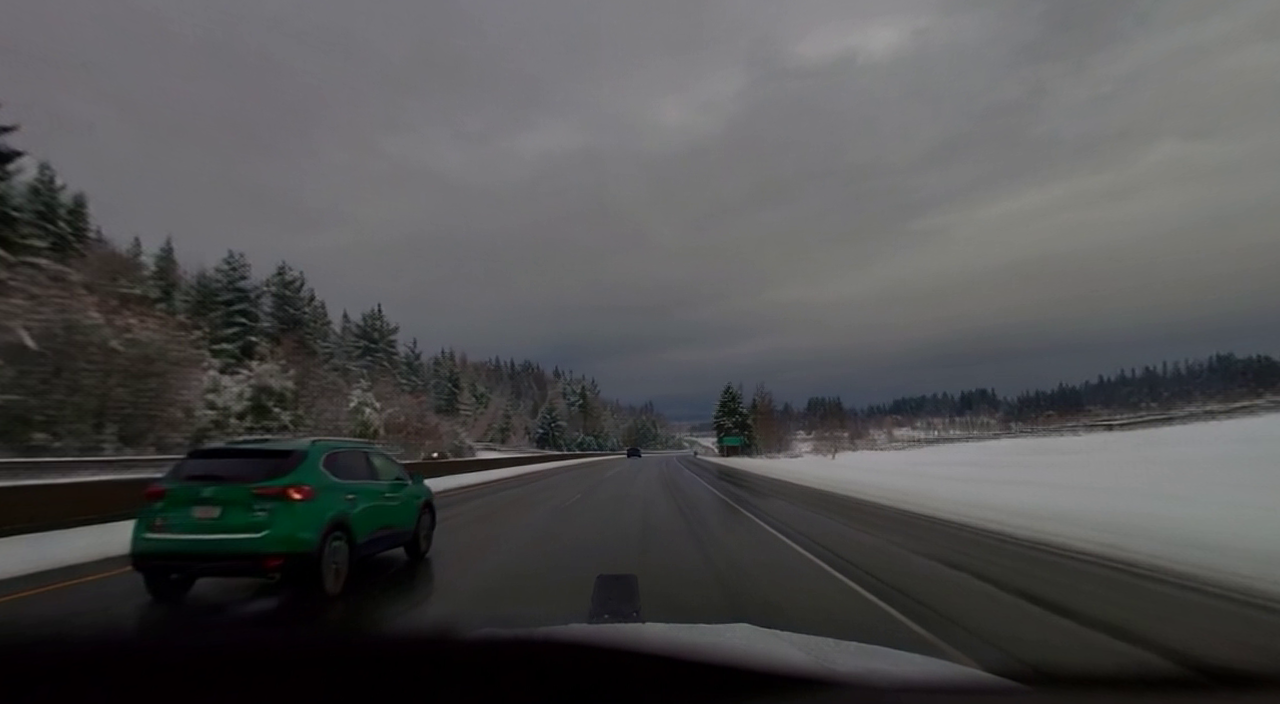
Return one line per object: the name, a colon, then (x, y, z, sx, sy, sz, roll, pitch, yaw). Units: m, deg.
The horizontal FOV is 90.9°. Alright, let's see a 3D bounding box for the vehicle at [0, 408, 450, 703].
vehicle: (-3.219, 1.352, 5.210, 1.934, 1.486, 4.115, 0, -9, 1)
